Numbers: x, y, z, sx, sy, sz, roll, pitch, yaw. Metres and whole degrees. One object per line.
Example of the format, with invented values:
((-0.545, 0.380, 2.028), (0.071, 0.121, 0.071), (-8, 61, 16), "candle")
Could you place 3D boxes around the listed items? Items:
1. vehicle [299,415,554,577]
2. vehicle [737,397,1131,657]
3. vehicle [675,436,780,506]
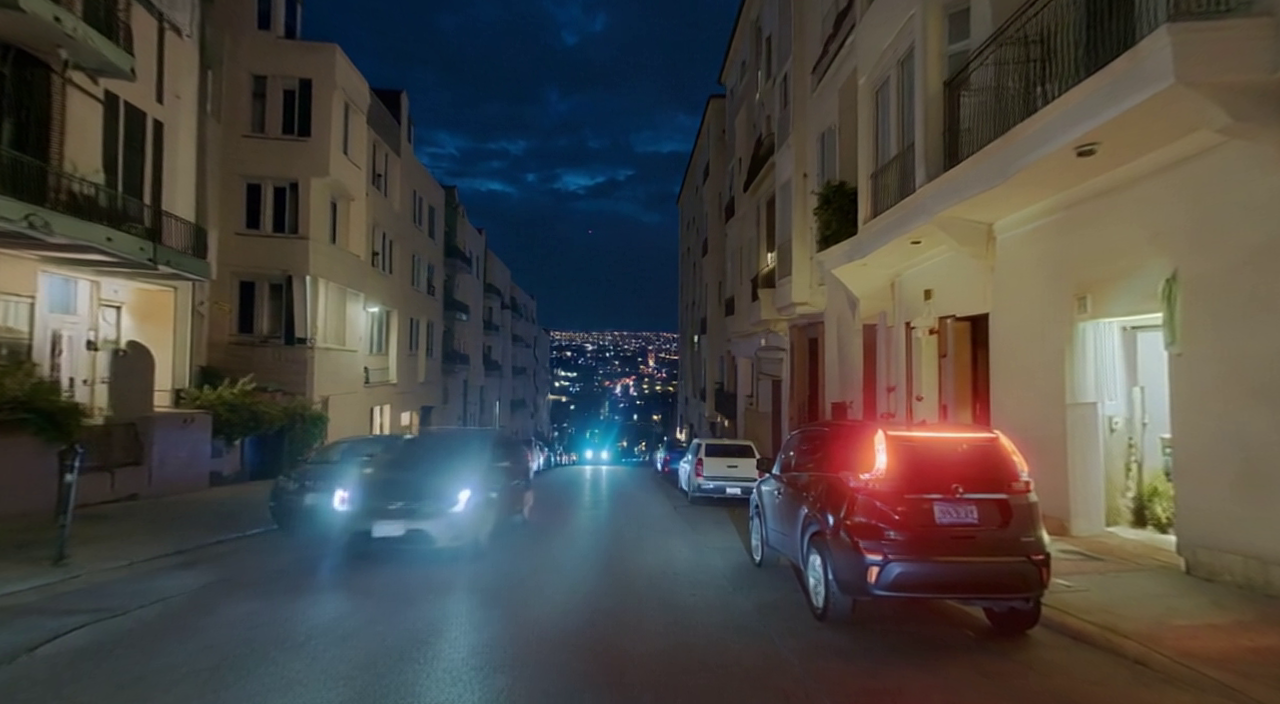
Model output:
((-2.307, 1.621, 7.852), (1.845, 1.544, 3.388), (0, -8, 3), "vehicle")
((2.237, 1.405, 6.144), (1.839, 1.678, 3.918), (0, -8, -2), "vehicle")
((1.951, 2.789, 15.402), (1.786, 1.447, 4.314), (0, -8, -2), "vehicle")
